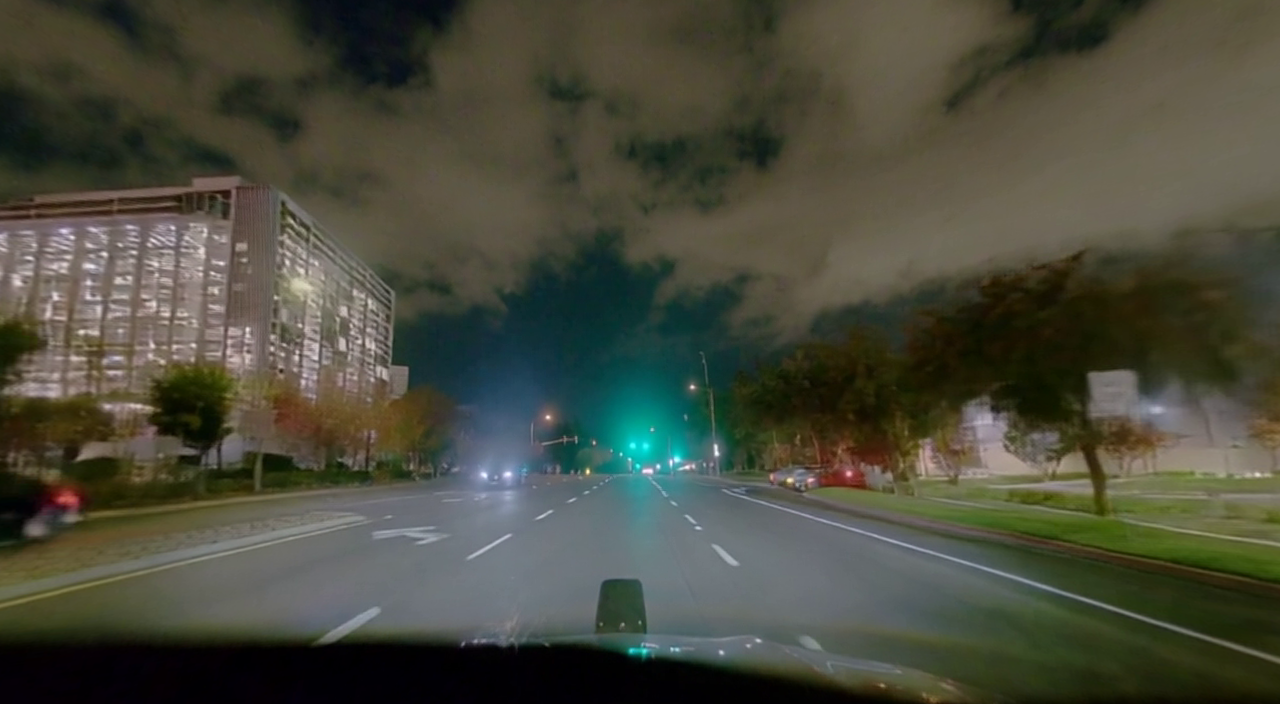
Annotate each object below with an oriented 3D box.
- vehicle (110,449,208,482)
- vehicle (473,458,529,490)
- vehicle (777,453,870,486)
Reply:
[{"bbox_3d":[-27.796,6.581,36.374,3.770,1.737,2.102,0,-15,-2],"label":"vehicle"},{"bbox_3d":[-7.898,6.949,36.156,2.220,1.681,4.633,0,-10,-1],"label":"vehicle"},{"bbox_3d":[10.832,6.955,37.329,4.903,1.831,2.098,0,-8,2],"label":"vehicle"}]
